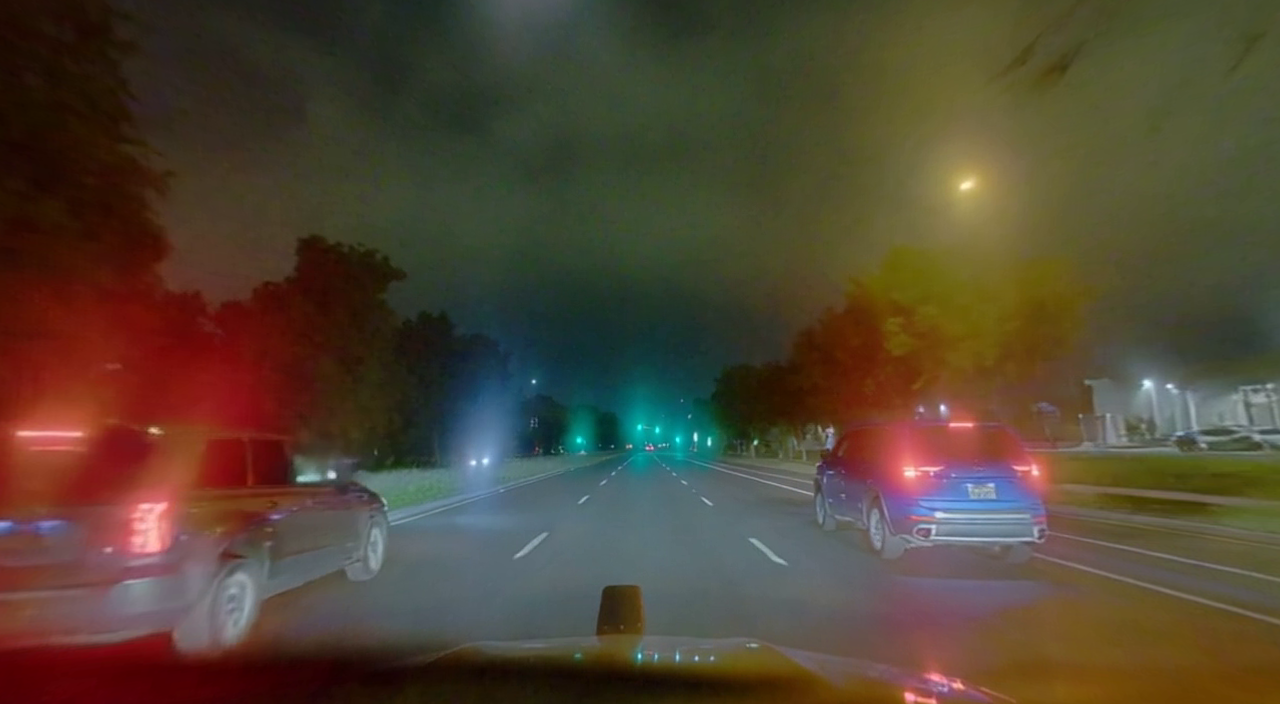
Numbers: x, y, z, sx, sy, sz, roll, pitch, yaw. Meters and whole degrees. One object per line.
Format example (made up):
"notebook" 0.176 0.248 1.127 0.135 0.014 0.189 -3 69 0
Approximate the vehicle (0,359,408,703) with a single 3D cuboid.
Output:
"vehicle" -3.406 1.120 4.177 2.025 1.635 4.293 0 -8 1

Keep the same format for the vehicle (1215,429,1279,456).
"vehicle" 43.098 6.277 43.625 4.164 1.794 2.005 0 -8 1

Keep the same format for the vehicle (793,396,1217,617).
"vehicle" 3.558 1.610 7.633 2.087 1.759 5.040 0 -8 0
